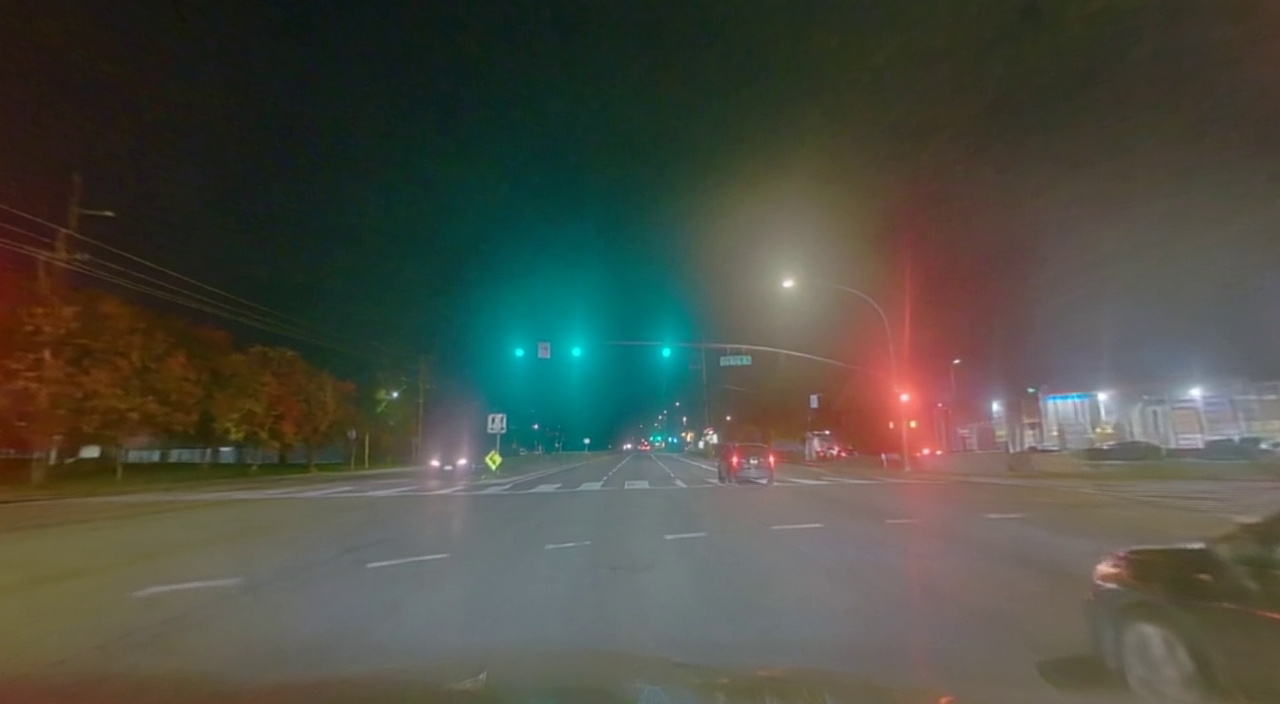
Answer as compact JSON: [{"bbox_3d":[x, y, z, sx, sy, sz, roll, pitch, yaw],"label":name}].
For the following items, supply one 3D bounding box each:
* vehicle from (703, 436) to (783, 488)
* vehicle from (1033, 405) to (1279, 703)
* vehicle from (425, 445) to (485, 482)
[{"bbox_3d":[3.616,3.960,23.007,2.128,1.699,4.222,0,-9,-1],"label":"vehicle"},{"bbox_3d":[3.364,0.808,1.526,2.004,1.455,4.417,0,-9,0],"label":"vehicle"},{"bbox_3d":[-9.182,5.520,31.690,1.816,1.478,4.404,-2,-6,-2],"label":"vehicle"}]
